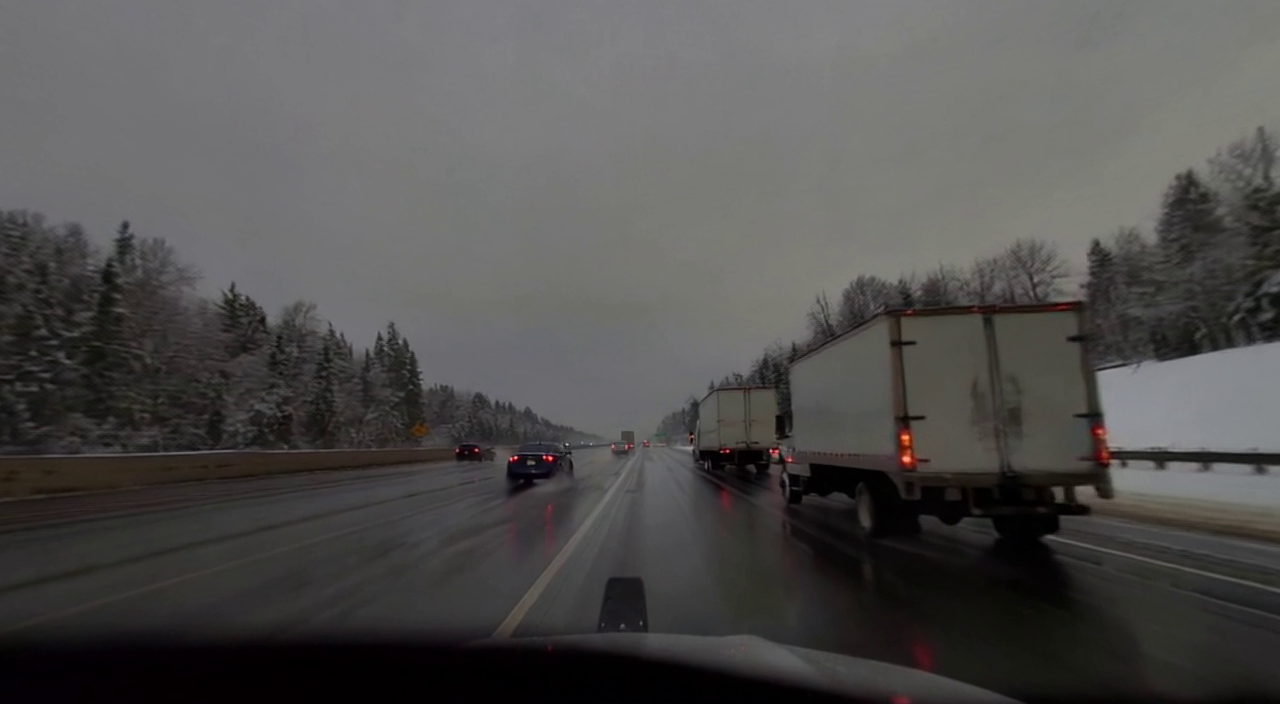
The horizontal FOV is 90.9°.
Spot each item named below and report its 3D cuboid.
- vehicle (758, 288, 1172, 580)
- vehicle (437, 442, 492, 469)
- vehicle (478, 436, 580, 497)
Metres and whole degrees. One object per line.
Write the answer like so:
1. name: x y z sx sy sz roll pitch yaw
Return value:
1. vehicle: 4.032 1.328 10.185 2.732 3.052 7.118 0 -8 -1
2. vehicle: -10.226 6.024 37.078 1.899 1.465 4.589 0 -8 1
3. vehicle: -2.909 3.103 17.543 1.981 1.473 4.317 0 -8 1
